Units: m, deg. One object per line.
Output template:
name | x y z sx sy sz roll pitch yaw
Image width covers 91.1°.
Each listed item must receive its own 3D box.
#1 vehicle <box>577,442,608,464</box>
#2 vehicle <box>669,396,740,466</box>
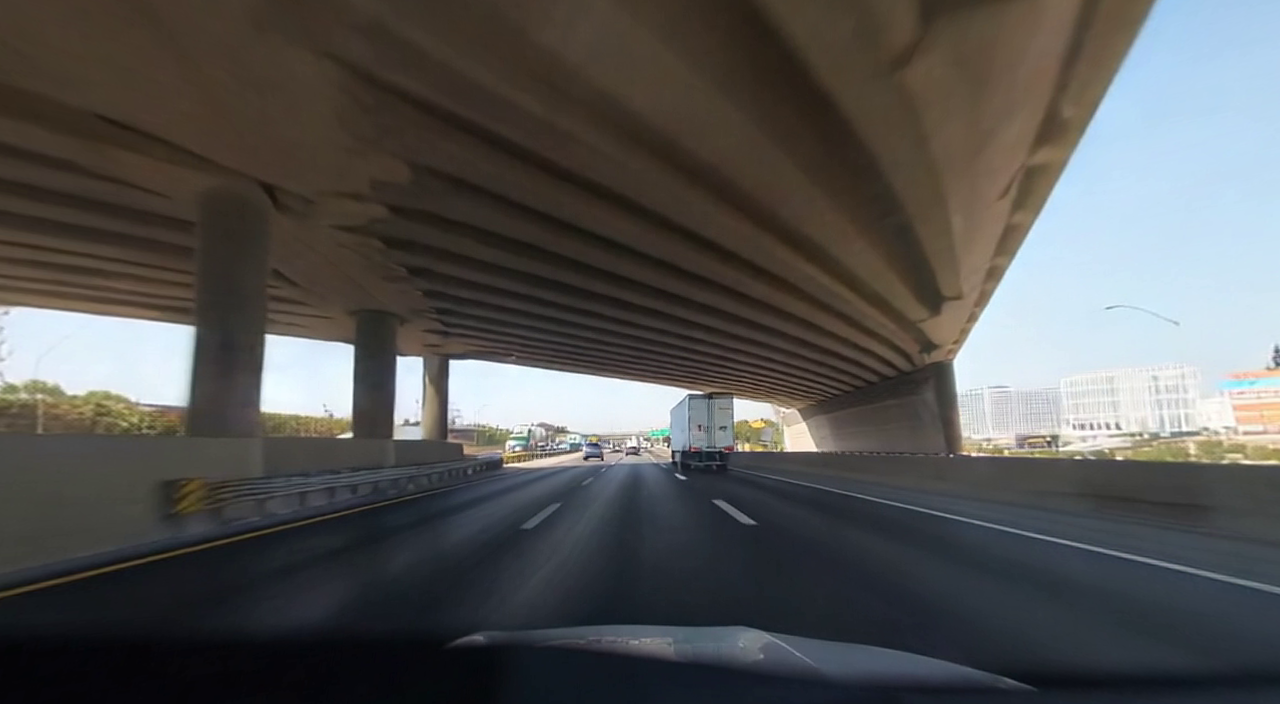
vehicle | -3.510 7.600 47.235 2.100 1.525 4.179 0 -9 0
vehicle | 4.106 5.773 44.262 3.201 4.104 14.356 0 -9 -1
